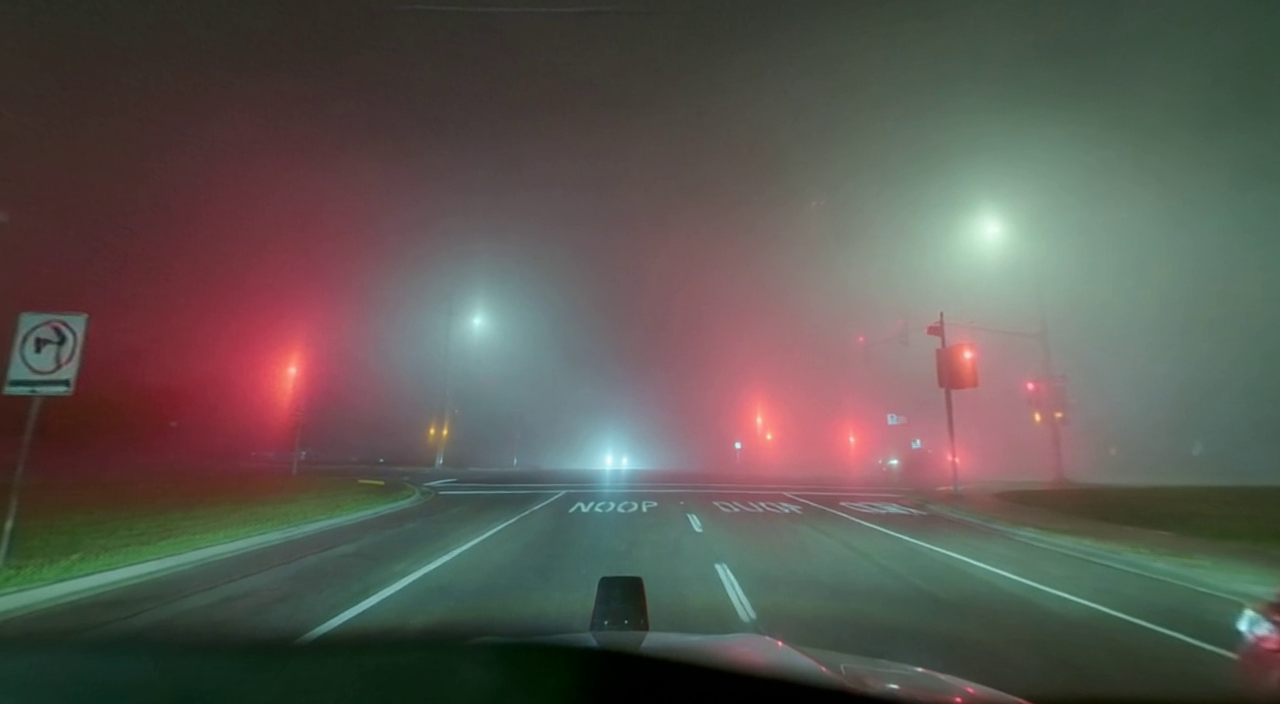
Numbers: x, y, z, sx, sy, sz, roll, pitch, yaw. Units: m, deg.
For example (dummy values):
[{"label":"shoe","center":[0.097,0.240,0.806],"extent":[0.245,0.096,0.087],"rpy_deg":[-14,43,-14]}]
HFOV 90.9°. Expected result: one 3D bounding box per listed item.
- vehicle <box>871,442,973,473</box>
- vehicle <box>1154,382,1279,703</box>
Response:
[{"label":"vehicle","center":[15.806,5.929,35.524],"extent":[4.715,1.671,2.030],"rpy_deg":[0,-8,0]},{"label":"vehicle","center":[3.212,0.606,0.231],"extent":[2.036,1.583,4.911],"rpy_deg":[-1,-8,2]}]
